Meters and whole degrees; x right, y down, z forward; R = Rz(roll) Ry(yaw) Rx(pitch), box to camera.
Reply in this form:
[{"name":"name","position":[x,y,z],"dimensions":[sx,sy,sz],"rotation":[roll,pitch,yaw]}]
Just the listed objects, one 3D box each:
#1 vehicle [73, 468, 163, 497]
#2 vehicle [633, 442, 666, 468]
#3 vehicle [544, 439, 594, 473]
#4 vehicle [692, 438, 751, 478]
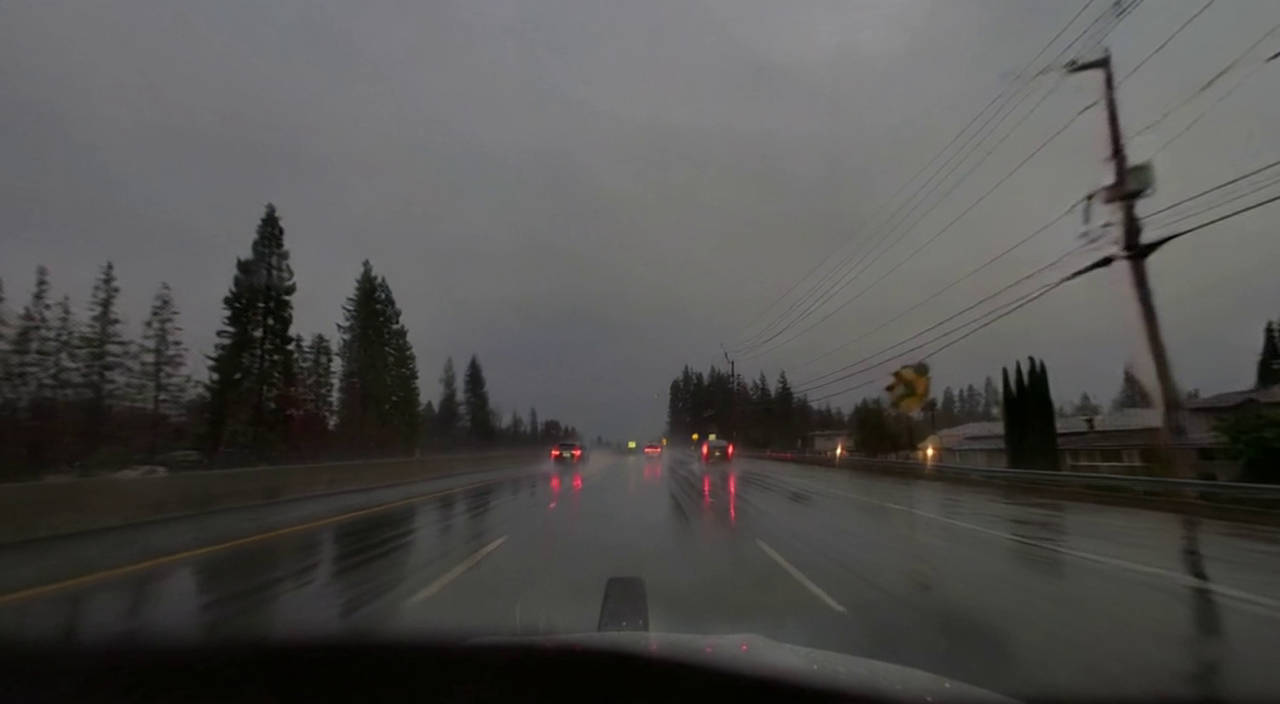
[{"name":"vehicle","position":[-35.224,8.805,42.789],"dimensions":[1.944,1.663,4.832],"rotation":[0,-8,0]},{"name":"vehicle","position":[0.603,6.777,41.863],"dimensions":[2.049,1.620,4.153],"rotation":[0,-8,0]},{"name":"vehicle","position":[-3.932,5.831,35.751],"dimensions":[2.217,1.773,4.553],"rotation":[0,-8,1]},{"name":"vehicle","position":[3.438,4.540,27.232],"dimensions":[1.996,1.579,3.841],"rotation":[0,-8,-1]}]
